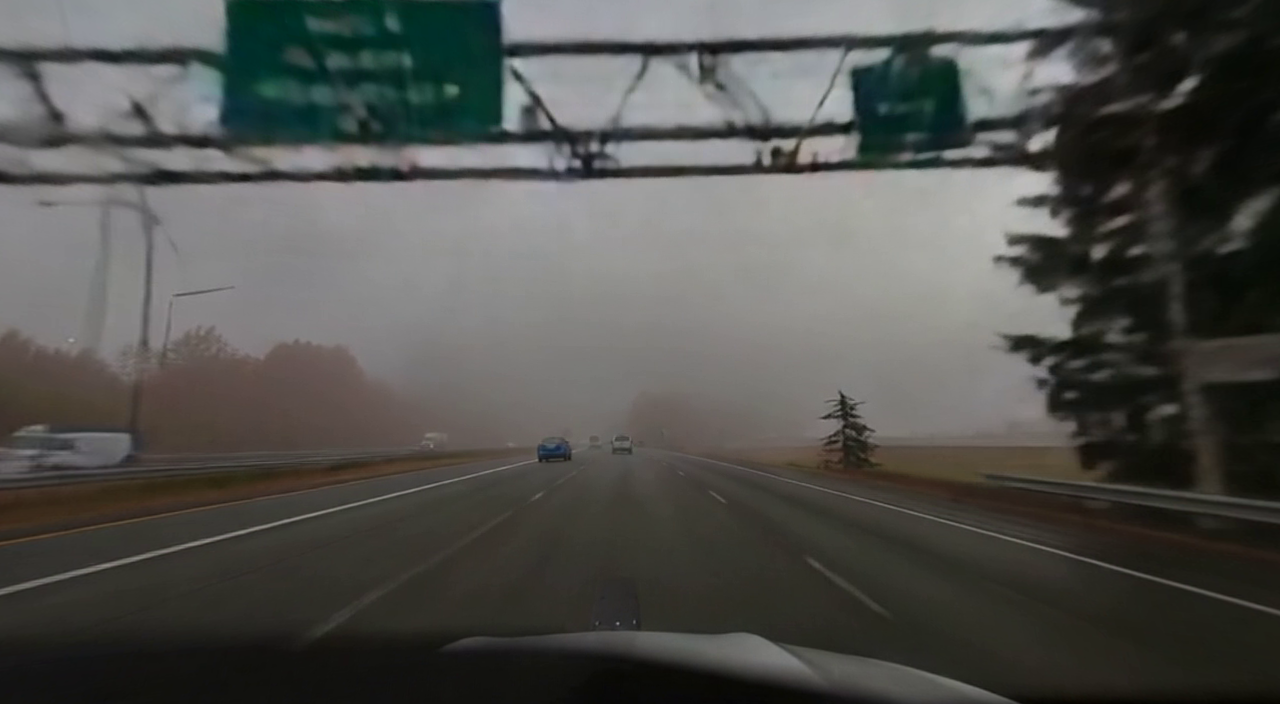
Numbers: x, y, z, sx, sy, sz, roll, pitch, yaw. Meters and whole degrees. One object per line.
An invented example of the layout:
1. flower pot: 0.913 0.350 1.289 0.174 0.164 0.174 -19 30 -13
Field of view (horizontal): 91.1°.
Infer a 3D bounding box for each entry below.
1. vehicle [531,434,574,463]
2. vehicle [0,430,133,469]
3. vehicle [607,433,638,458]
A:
1. vehicle: -5.156 5.749 37.630 2.062 1.622 4.153 0 -8 -1
2. vehicle: -28.634 4.867 31.631 2.046 1.773 5.016 0 -8 0
3. vehicle: -1.265 7.014 47.338 2.213 1.774 4.563 0 -8 -1
